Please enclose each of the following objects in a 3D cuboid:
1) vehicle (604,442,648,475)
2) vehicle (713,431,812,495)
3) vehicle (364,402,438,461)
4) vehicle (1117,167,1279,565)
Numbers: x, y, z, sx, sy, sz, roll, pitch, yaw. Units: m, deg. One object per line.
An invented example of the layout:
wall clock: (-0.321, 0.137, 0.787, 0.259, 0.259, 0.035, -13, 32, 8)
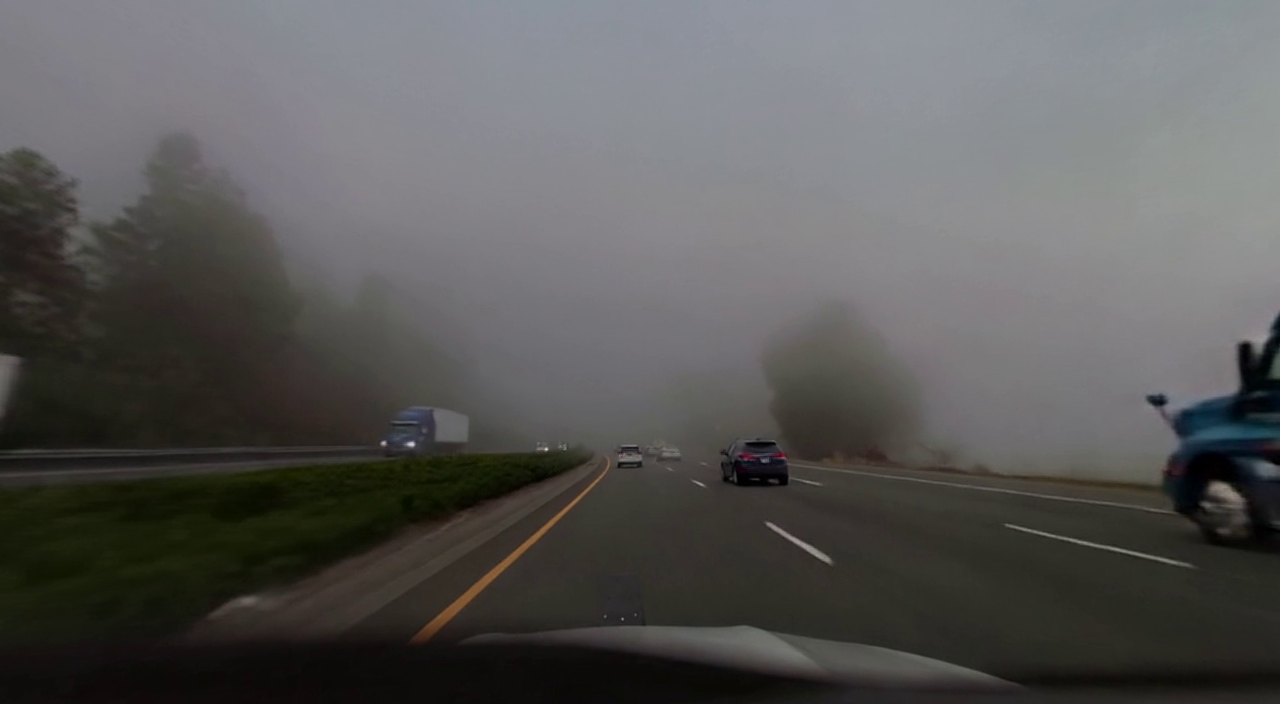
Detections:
vehicle: (-0.707, 5.249, 31.255, 2.050, 1.534, 3.771, 0, -9, -2)
vehicle: (3.415, 3.174, 18.326, 2.013, 1.623, 3.916, 0, -9, -1)
vehicle: (-17.399, 5.905, 46.385, 2.950, 4.003, 6.622, 0, -9, -2)
vehicle: (7.900, -0.014, 5.308, 2.972, 3.945, 5.837, 0, -9, 0)
